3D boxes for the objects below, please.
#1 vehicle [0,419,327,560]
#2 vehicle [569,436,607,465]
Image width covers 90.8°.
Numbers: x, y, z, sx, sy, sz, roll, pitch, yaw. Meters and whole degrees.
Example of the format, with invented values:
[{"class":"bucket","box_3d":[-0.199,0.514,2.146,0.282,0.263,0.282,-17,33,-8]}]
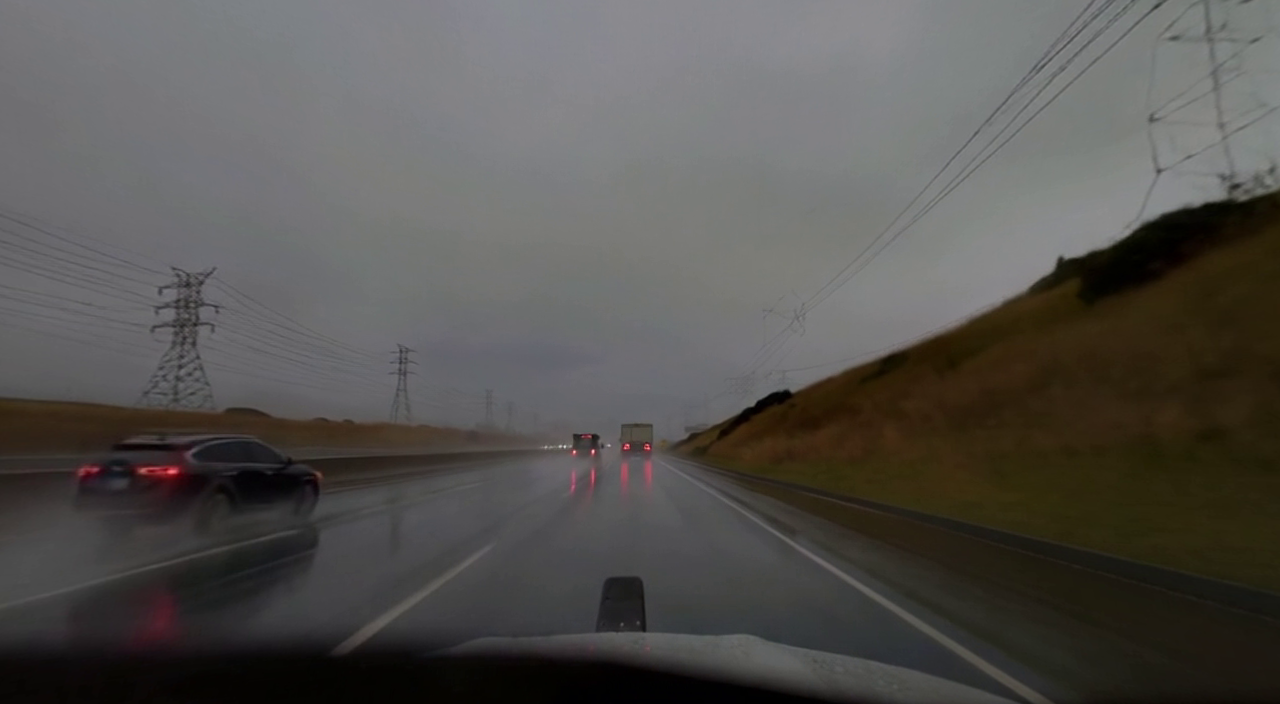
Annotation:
[{"class":"vehicle","box_3d":[-6.892,1.892,9.399,2.066,1.558,4.607,0,-9,0]},{"class":"vehicle","box_3d":[-3.625,6.940,44.545,2.207,1.949,4.911,0,-9,1]}]
